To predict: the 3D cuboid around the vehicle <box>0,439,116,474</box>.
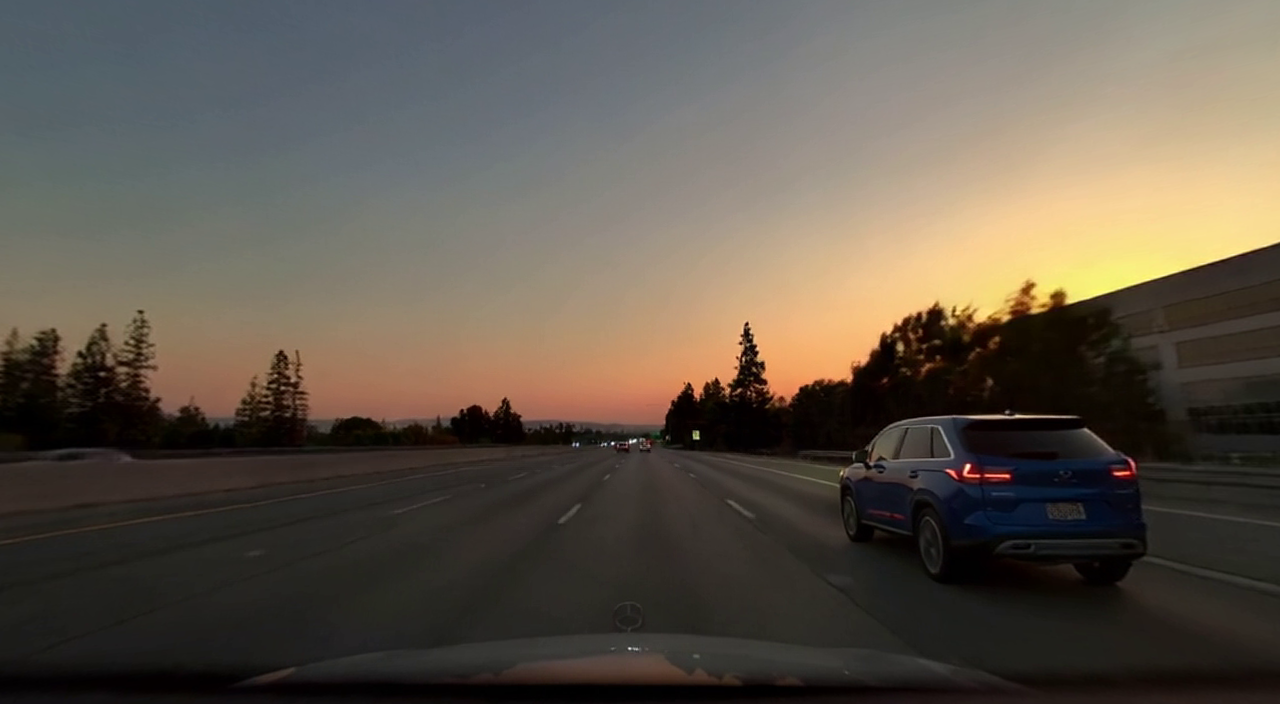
[{"bbox_3d":[-27.229,4.815,29.241,1.911,1.474,4.571,0,-8,0],"label":"vehicle"}]
